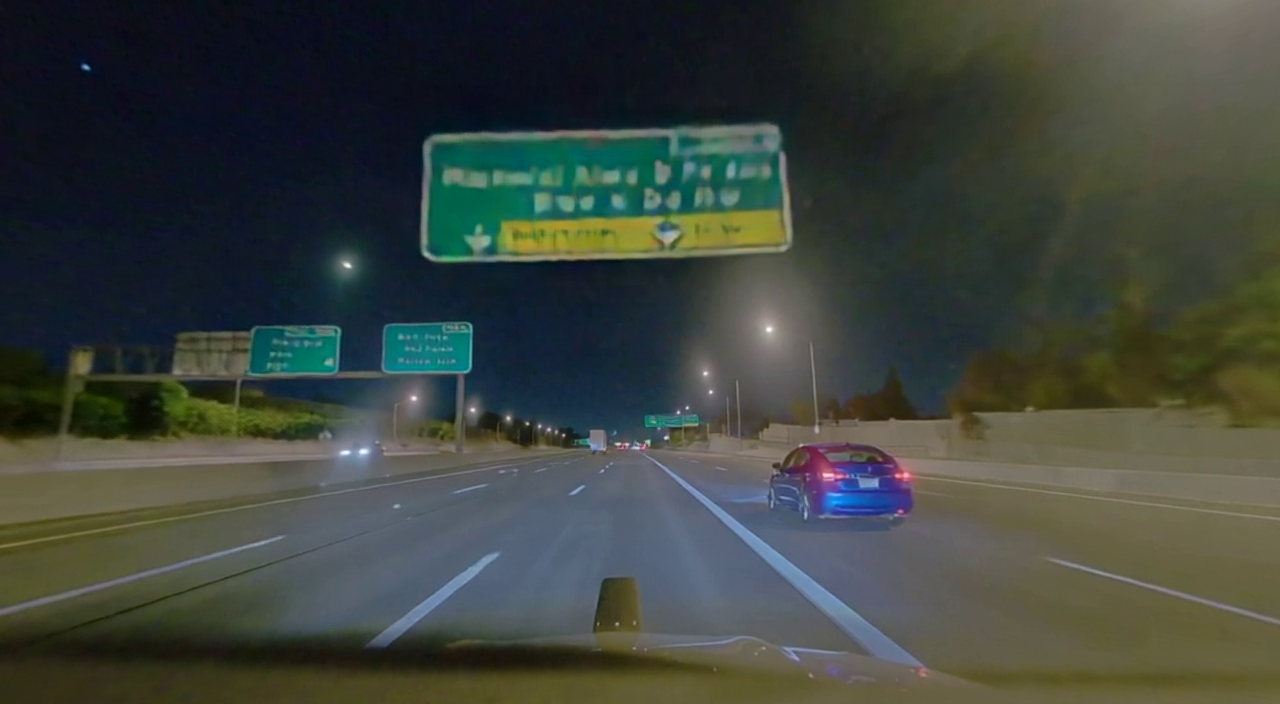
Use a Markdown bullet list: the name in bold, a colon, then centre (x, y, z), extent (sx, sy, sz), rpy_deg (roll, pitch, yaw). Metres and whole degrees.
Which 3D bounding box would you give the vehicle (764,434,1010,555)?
- **vehicle**: centre (3.539, 2.120, 10.237), extent (1.989, 1.479, 4.670), rpy_deg (0, -9, -1)
